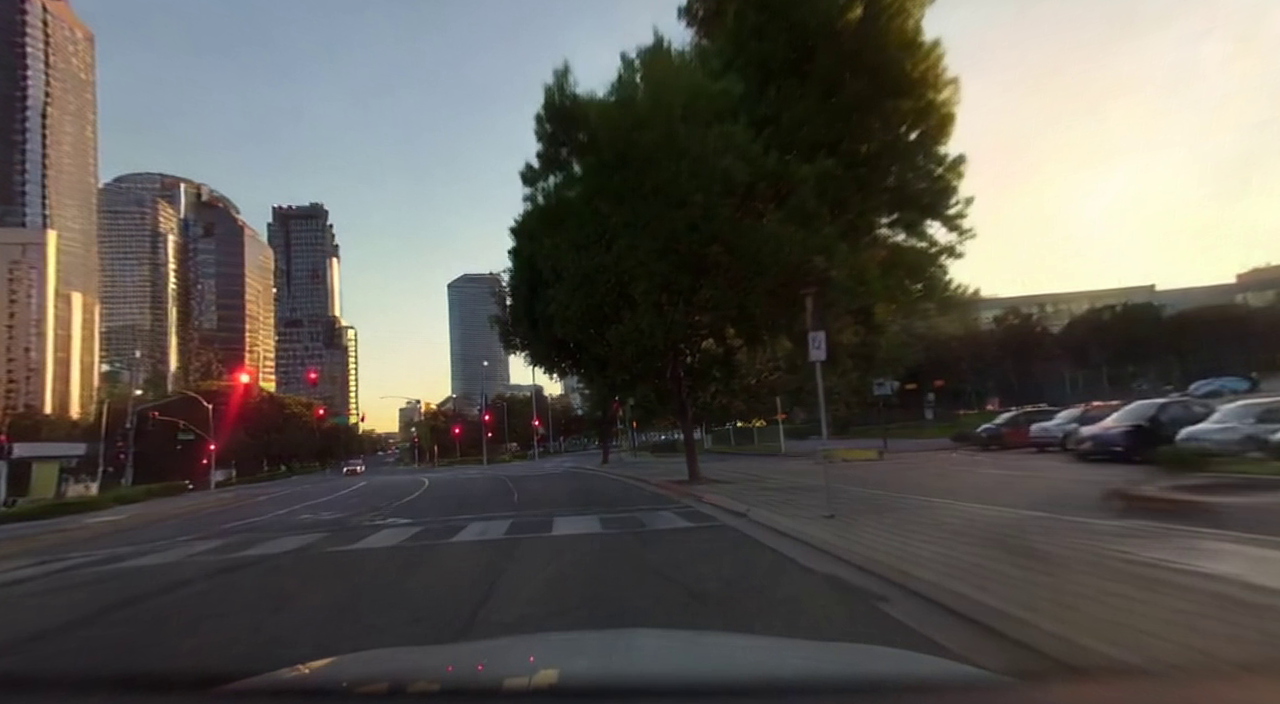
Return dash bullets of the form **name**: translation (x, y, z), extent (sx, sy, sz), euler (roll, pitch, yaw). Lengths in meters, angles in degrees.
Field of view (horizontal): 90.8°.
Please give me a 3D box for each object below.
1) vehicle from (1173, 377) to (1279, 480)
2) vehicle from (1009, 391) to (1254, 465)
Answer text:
- **vehicle**: translation (12.099, 1.330, 10.785), extent (4.400, 1.584, 1.964), euler (1, -9, -7)
- **vehicle**: translation (11.884, 1.880, 15.472), extent (4.441, 1.654, 2.044), euler (1, -9, -7)
